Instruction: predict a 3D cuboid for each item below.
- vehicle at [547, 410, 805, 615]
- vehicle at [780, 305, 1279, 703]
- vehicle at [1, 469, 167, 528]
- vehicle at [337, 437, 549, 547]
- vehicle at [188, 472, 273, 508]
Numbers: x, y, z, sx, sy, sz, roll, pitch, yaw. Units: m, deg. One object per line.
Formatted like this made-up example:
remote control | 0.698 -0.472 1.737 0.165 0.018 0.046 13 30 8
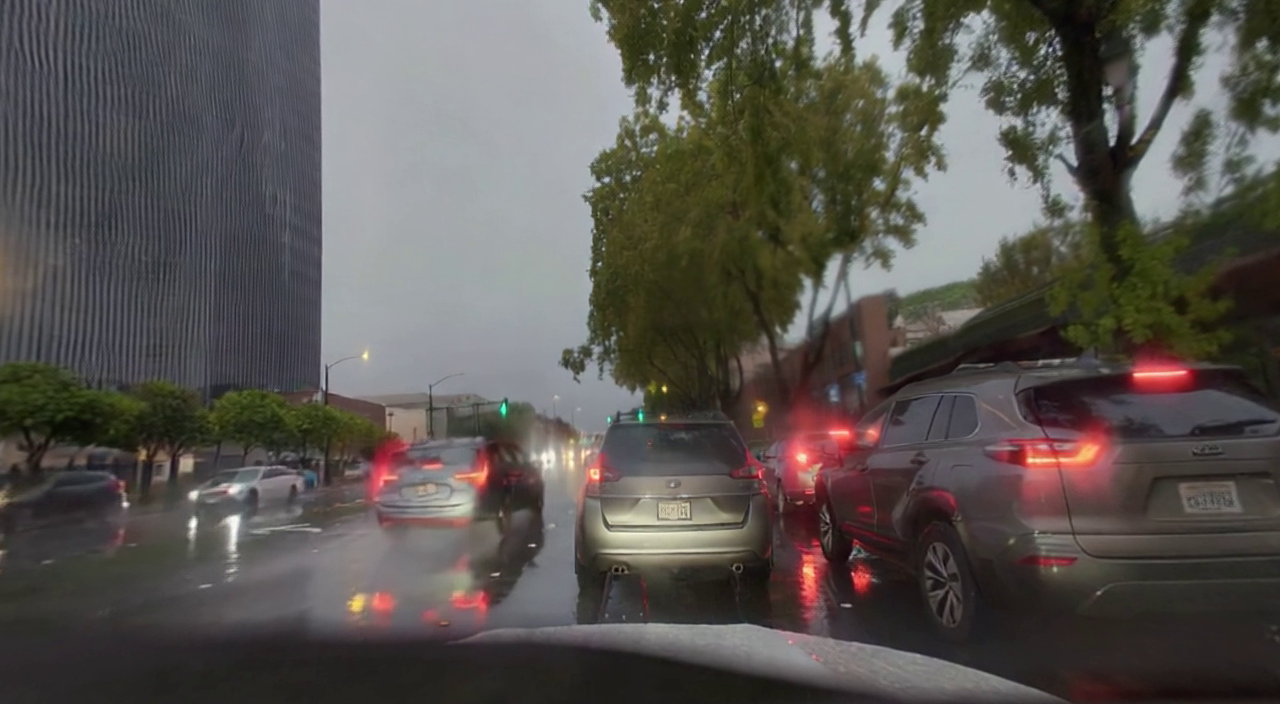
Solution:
vehicle | 0.228 1.543 6.870 2.045 1.608 3.573 0 -9 -2
vehicle | 2.743 1.084 4.912 2.117 1.855 4.794 0 -9 -1
vehicle | -19.475 5.115 22.402 2.068 1.729 4.135 0 -9 0
vehicle | -3.030 2.266 10.989 2.088 1.483 4.708 0 -9 1
vehicle | -22.629 7.592 35.033 1.854 1.419 4.318 -7 -8 0
